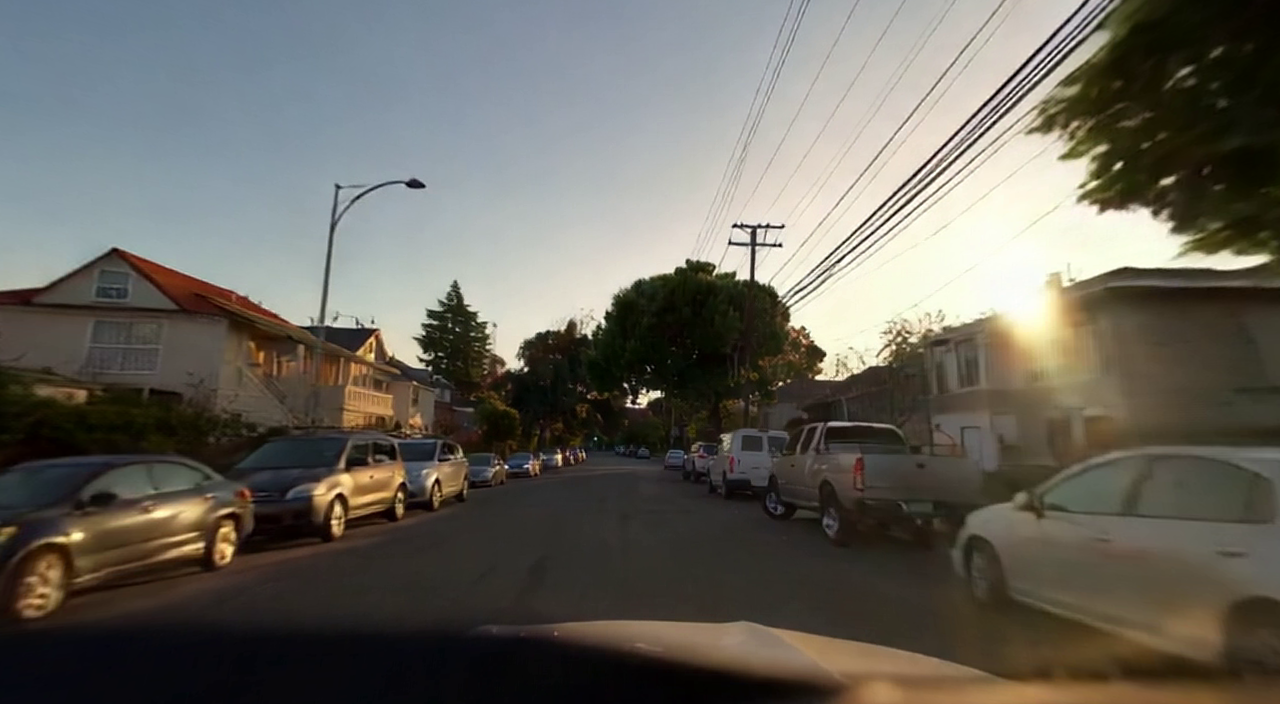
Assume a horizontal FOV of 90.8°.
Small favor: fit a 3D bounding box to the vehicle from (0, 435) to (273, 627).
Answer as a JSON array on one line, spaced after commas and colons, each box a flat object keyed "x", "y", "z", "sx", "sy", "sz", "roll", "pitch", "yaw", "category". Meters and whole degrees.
[{"x": -5.928, "y": 1.699, "z": 6.886, "sx": 1.745, "sy": 1.502, "sz": 3.648, "roll": 0, "pitch": -8, "yaw": -2, "category": "vehicle"}]

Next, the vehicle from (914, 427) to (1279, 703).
[{"x": 3.890, "y": 1.312, "z": 4.300, "sx": 1.990, "sy": 1.521, "sz": 4.153, "roll": 0, "pitch": -8, "yaw": -3, "category": "vehicle"}]

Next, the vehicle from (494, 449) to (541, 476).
[{"x": -6.772, "y": 6.129, "z": 35.296, "sx": 1.958, "sy": 1.359, "sz": 4.357, "roll": 0, "pitch": -8, "yaw": -3, "category": "vehicle"}]

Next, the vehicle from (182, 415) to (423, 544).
[{"x": -5.969, "y": 2.290, "z": 12.043, "sx": 2.034, "sy": 1.923, "sz": 4.713, "roll": 0, "pitch": -8, "yaw": -1, "category": "vehicle"}]

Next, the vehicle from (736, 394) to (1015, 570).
[{"x": 3.244, "y": 1.942, "z": 10.304, "sx": 2.237, "sy": 2.071, "sz": 5.332, "roll": 0, "pitch": -8, "yaw": -3, "category": "vehicle"}]
